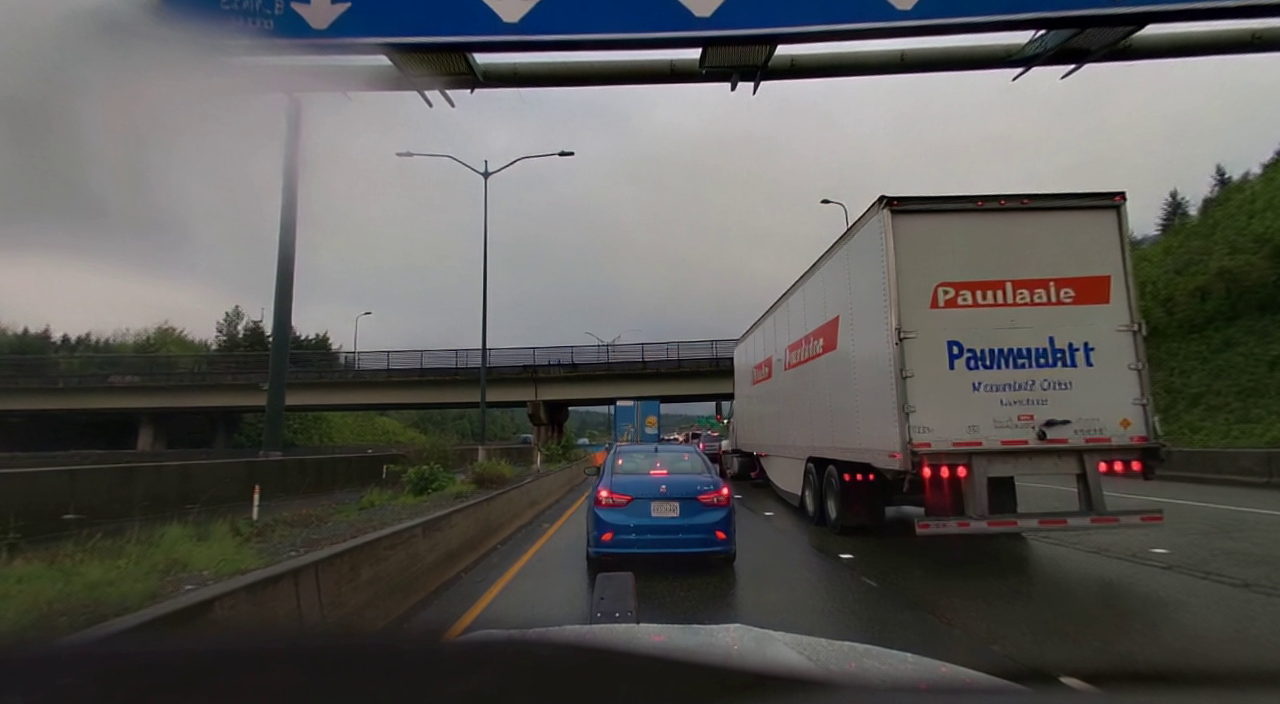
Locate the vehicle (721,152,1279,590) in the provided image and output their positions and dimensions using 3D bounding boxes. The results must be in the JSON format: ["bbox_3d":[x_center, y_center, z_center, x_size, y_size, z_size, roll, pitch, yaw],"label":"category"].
[{"bbox_3d":[4.187,1.069,12.943,2.827,4.081,14.305,0,-8,-1],"label":"vehicle"}]

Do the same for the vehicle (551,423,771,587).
[{"bbox_3d":[0.182,1.678,7.713,2.045,1.490,3.597,-1,-8,0],"label":"vehicle"}]

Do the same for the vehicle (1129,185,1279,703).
[{"bbox_3d":[4.727,0.120,0.651,2.892,2.615,6.650,0,-8,-2],"label":"vehicle"}]
